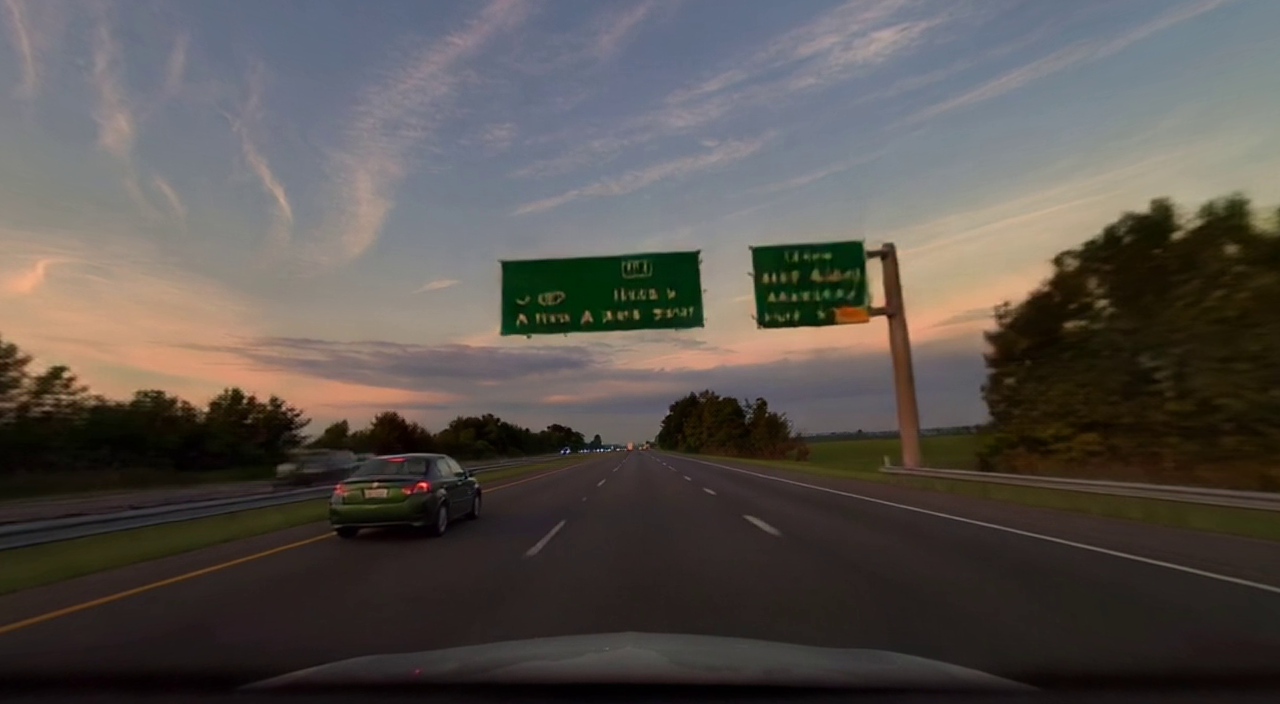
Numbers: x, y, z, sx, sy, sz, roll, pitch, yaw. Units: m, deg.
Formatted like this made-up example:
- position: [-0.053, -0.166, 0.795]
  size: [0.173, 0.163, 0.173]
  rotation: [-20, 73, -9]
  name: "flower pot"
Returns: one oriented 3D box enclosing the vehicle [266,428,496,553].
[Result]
- position: [-3.622, 2.004, 9.741]
  size: [1.815, 1.500, 4.036]
  rotation: [0, -9, 0]
  name: "vehicle"
